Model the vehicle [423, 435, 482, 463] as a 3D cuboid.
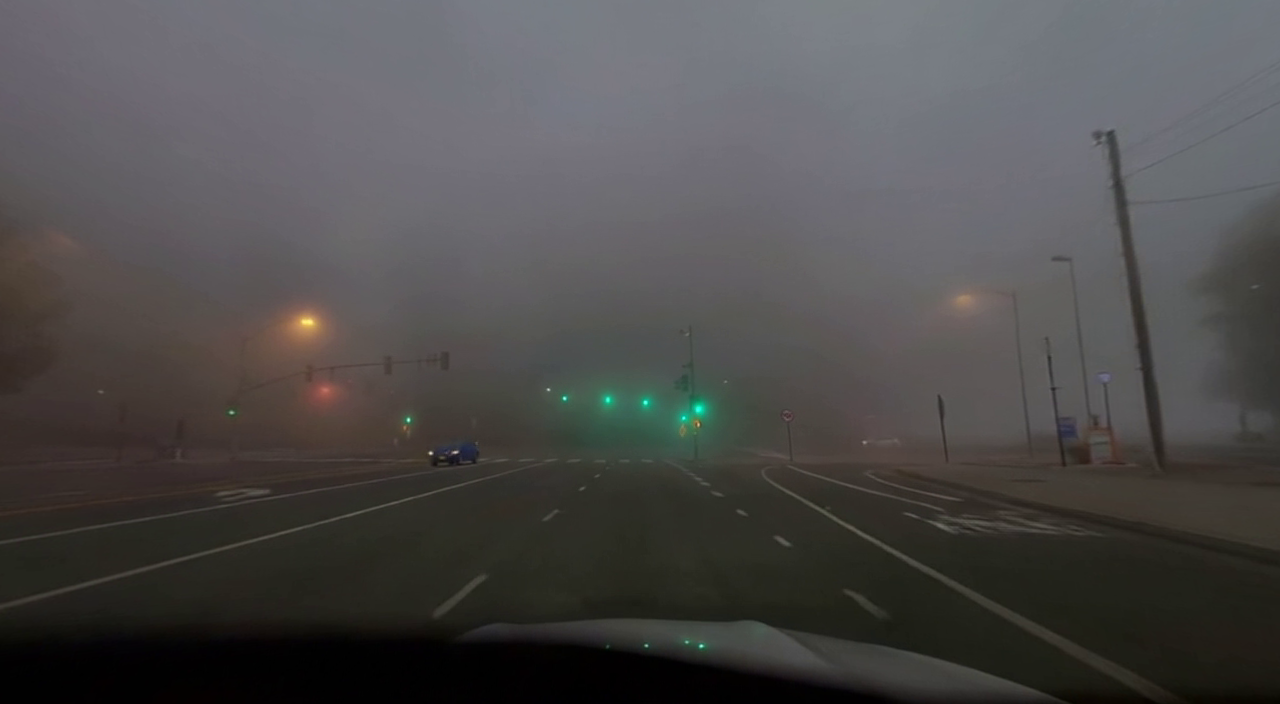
[{"bbox_3d":[-10.737,5.615,36.493,1.924,1.502,4.727,0,-9,1],"label":"vehicle"}]
